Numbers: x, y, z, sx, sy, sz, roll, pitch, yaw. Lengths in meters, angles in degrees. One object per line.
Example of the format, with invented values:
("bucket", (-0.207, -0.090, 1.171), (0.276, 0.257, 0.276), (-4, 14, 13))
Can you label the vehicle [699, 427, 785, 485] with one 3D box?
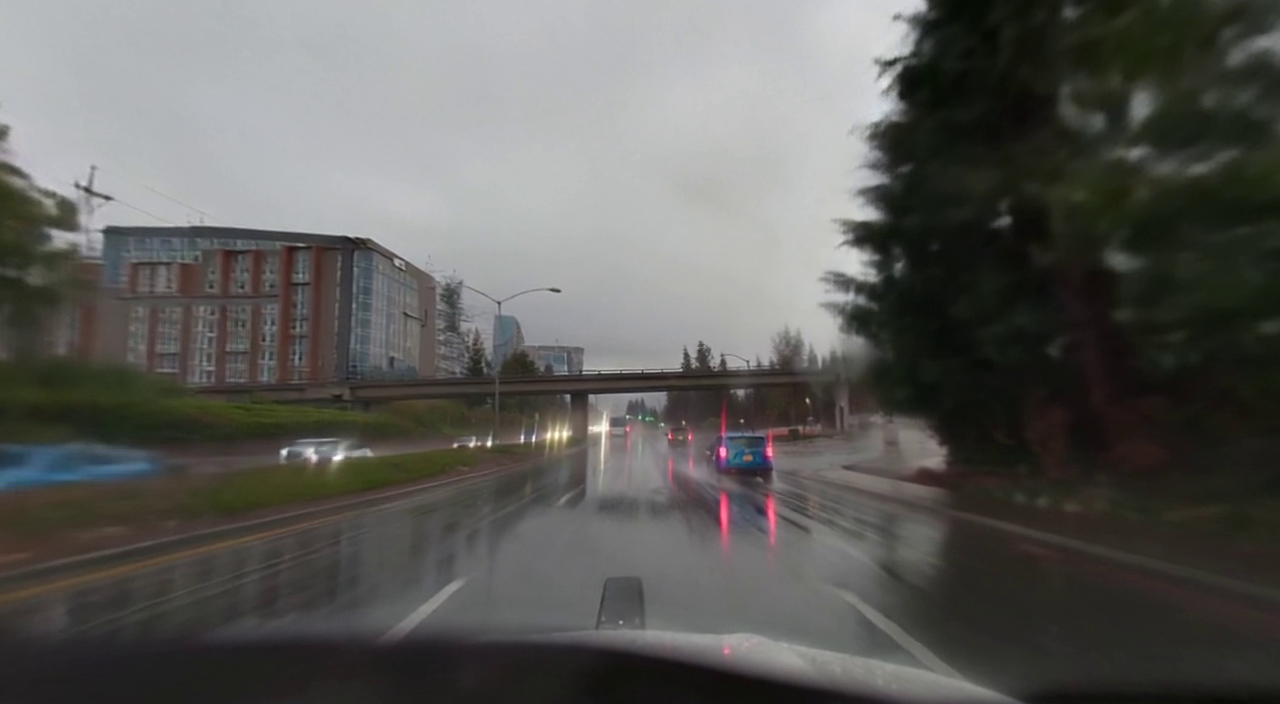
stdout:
("vehicle", (3.265, 3.448, 21.077), (2.110, 1.712, 4.489), (0, -9, 0))

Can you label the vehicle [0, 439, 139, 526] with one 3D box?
("vehicle", (-12.163, 2.372, 11.581), (1.961, 1.512, 4.747), (0, -9, 0))

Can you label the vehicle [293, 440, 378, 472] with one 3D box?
("vehicle", (-15.438, 5.276, 32.267), (1.906, 1.509, 4.772), (0, -9, 1))

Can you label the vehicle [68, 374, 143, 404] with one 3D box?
("vehicle", (-41.844, 2.909, 49.347), (4.034, 1.787, 2.001), (-3, -14, 5))
